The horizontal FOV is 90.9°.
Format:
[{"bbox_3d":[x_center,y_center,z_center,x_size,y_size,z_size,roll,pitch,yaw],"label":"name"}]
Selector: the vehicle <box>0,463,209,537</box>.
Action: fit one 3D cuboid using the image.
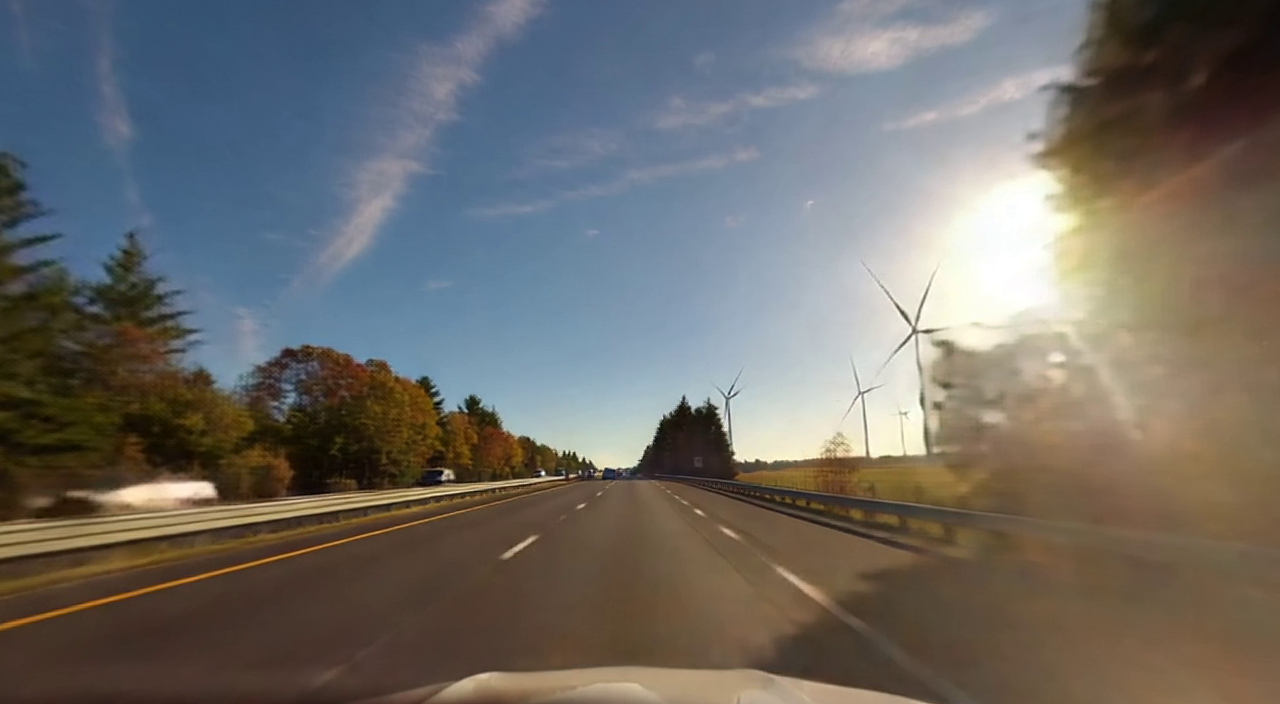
[{"bbox_3d":[-13.182,3.584,15.682,1.868,1.526,4.154,1,-11,0],"label":"vehicle"}]
